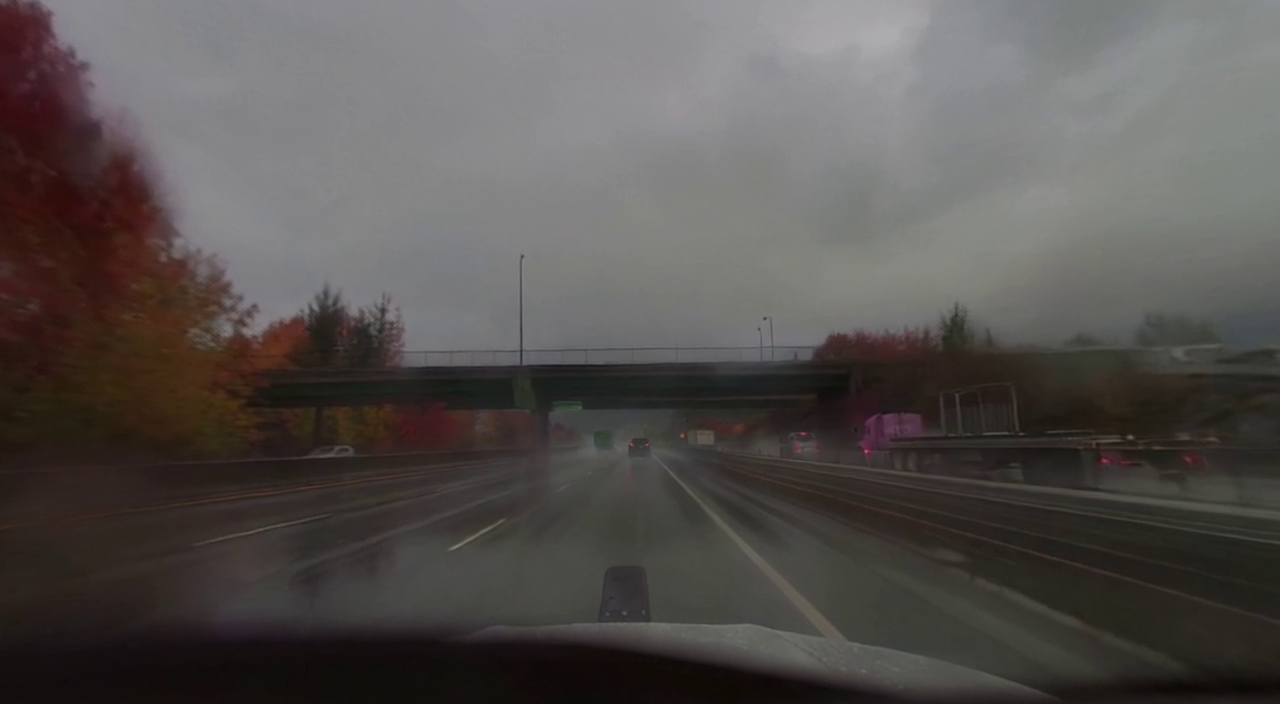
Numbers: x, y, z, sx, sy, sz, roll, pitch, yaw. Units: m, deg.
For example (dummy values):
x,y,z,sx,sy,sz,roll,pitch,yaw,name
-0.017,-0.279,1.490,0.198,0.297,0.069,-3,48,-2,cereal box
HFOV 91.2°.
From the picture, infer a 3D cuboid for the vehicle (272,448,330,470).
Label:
x,y,z,sx,sy,sz,roll,pitch,yaw,name
-25.284,7.978,46.981,1.815,1.558,4.495,0,-9,1,vehicle
